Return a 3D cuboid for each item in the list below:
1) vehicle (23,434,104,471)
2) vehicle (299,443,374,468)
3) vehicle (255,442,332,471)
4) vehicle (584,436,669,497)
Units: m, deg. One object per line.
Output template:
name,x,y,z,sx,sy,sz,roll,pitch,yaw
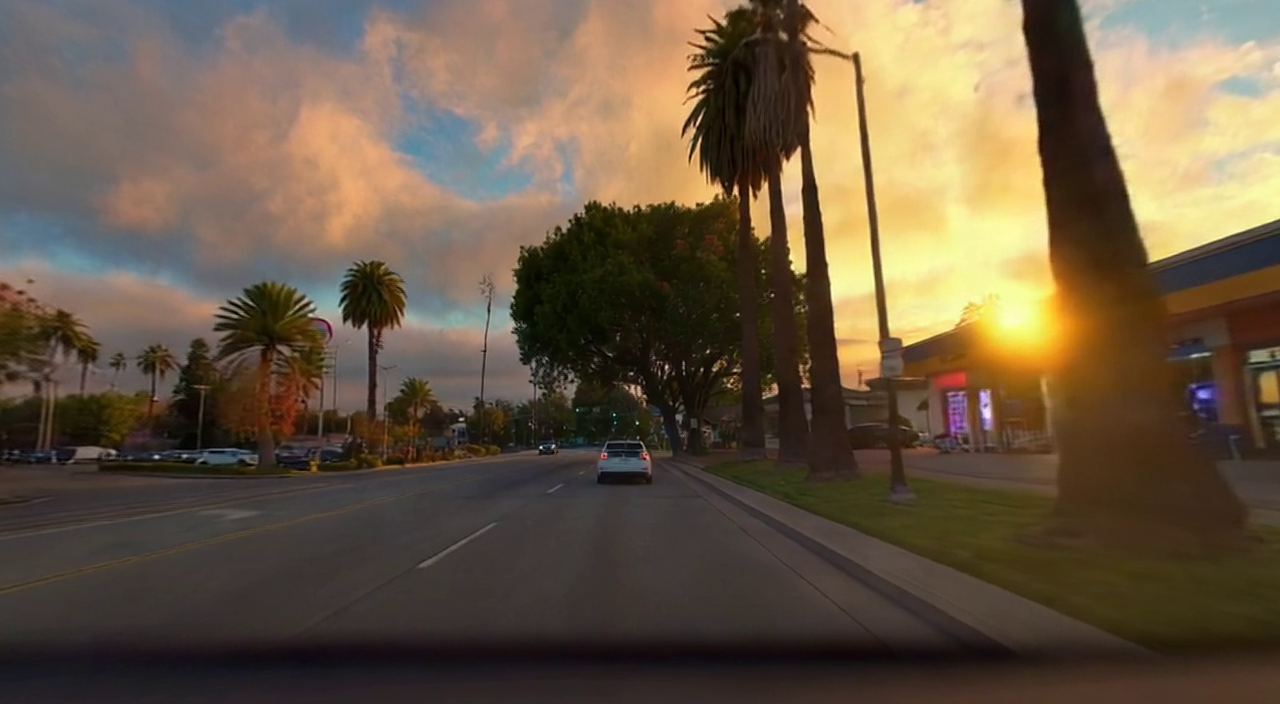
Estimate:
vehicle,-39.806,6.911,43.517,7.230,2.299,2.770,-7,-10,37
vehicle,-23.244,7.871,48.349,5.293,1.771,2.194,-4,-9,25
vehicle,-23.057,6.949,42.009,4.573,1.725,2.054,-5,-7,23
vehicle,-0.344,3.118,17.629,2.076,1.486,4.119,0,-8,-1
